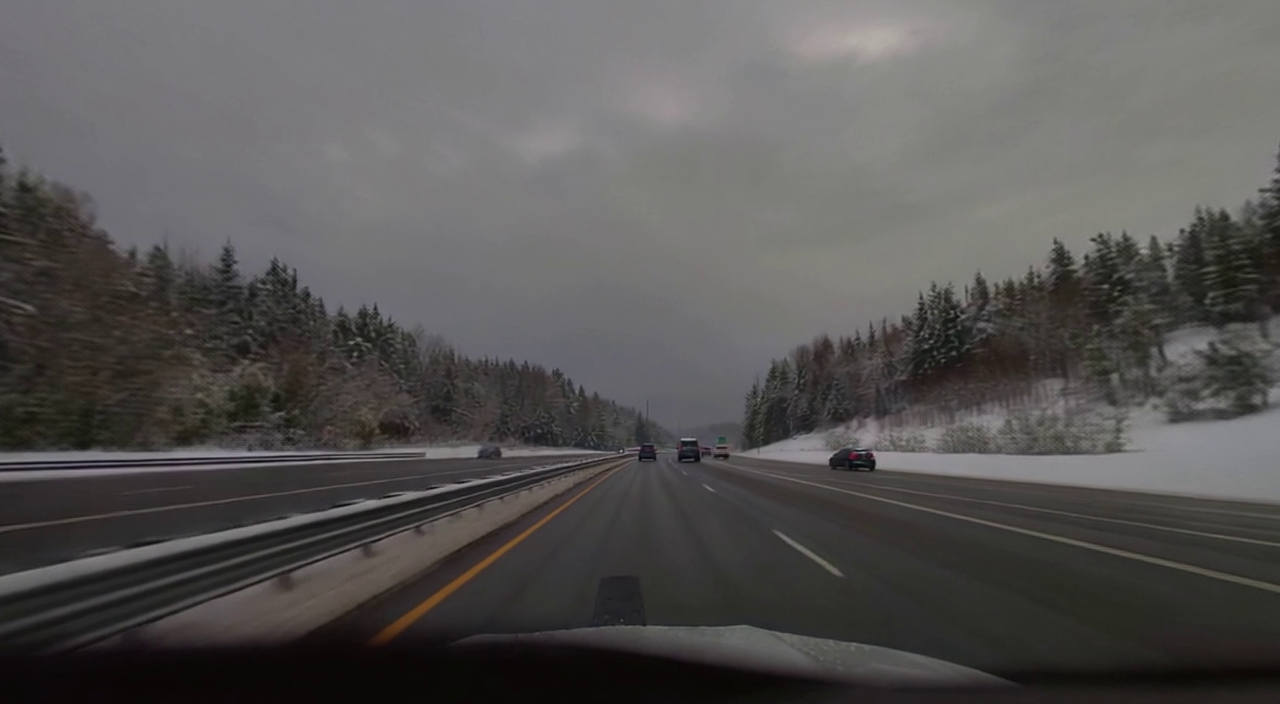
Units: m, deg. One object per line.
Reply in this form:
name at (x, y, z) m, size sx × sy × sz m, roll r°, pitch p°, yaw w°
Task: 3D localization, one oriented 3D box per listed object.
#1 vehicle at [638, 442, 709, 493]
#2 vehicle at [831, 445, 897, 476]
vehicle at (0.972, 3.699, 20.537) m, size 2.053 × 1.483 × 4.185 m, roll 0°, pitch -9°, yaw 0°
vehicle at (11.653, 5.647, 33.015) m, size 1.926 × 1.483 × 3.528 m, roll 0°, pitch -9°, yaw -4°
